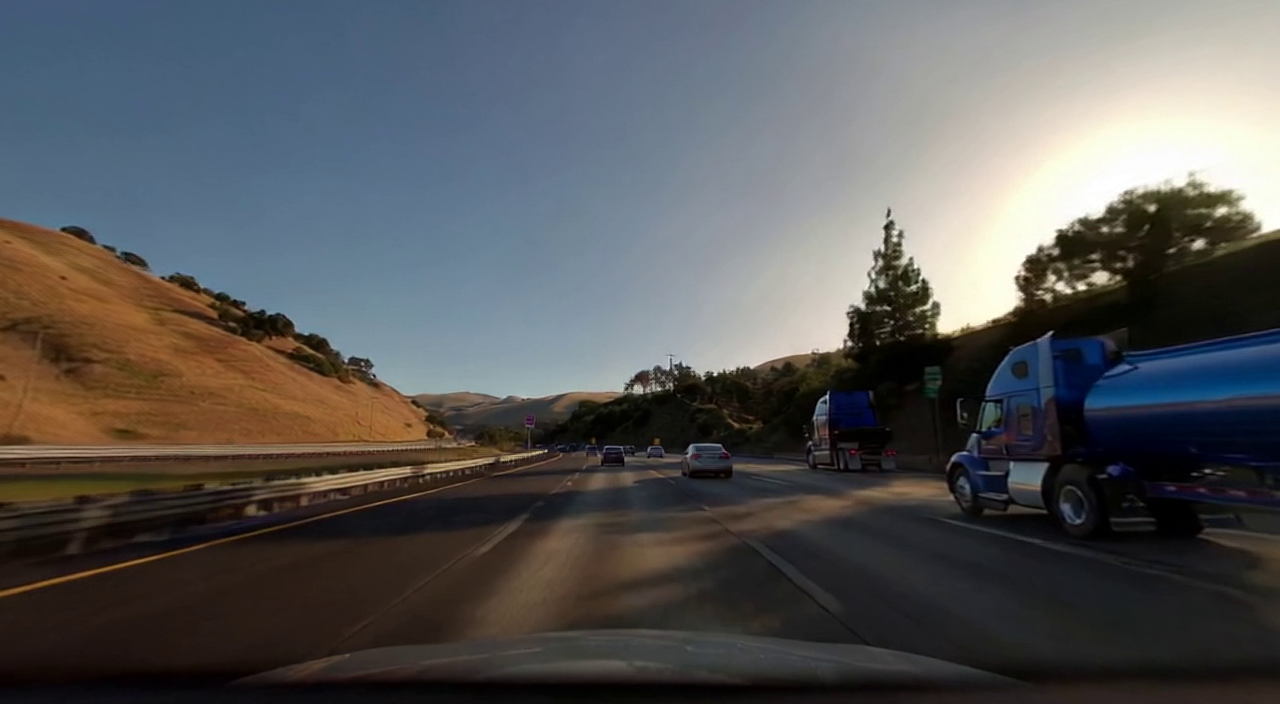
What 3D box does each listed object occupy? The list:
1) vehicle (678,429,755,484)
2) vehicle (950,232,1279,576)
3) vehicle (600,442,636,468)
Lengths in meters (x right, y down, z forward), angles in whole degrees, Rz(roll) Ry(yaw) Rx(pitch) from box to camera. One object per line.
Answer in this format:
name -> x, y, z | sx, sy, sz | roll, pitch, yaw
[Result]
vehicle -> 2.688, 3.825, 23.359 | 2.098, 1.794, 4.561 | 0, -9, -3
vehicle -> 7.442, 0.661, 7.097 | 2.805, 3.212, 9.978 | 0, -9, 0
vehicle -> -1.380, 6.188, 38.082 | 2.083, 1.477, 3.965 | 0, -9, -3
